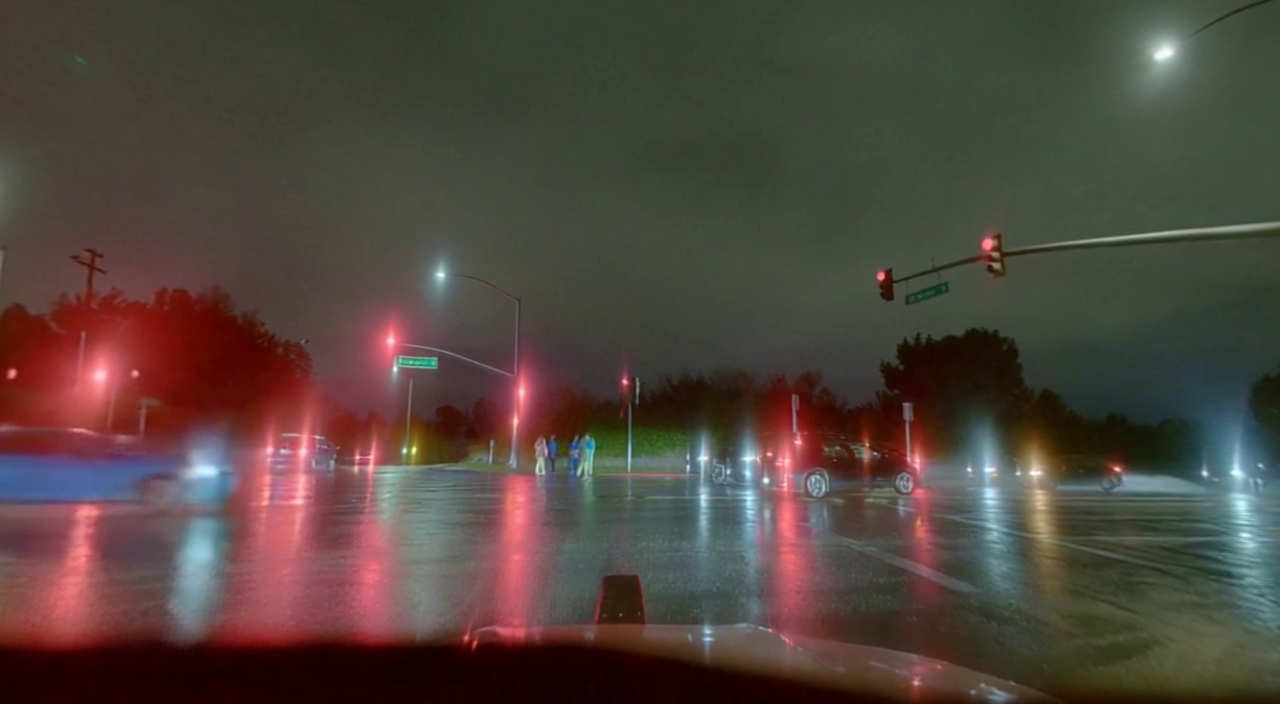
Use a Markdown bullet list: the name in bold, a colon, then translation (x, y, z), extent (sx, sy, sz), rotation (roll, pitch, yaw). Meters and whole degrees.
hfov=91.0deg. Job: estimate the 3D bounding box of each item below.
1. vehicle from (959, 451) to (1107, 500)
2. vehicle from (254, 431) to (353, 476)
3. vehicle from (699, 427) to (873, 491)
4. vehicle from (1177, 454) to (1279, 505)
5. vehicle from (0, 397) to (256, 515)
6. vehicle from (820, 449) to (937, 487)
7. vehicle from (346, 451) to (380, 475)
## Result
- **vehicle**: translation (14.882, 4.671, 23.979), extent (4.356, 1.498, 1.957), rotation (-2, -8, -7)
- **vehicle**: translation (-16.396, 4.968, 31.093), extent (2.243, 2.011, 5.631), rotation (1, -9, -6)
- **vehicle**: translation (5.088, 3.769, 22.217), extent (5.535, 1.896, 2.170), rotation (4, -9, -10)
- **vehicle**: translation (24.297, 5.037, 25.092), extent (4.322, 1.522, 1.795), rotation (-4, -9, -9)
- **vehicle**: translation (-9.456, 1.723, 10.582), extent (4.633, 1.739, 2.090), rotation (3, -9, -17)
- **vehicle**: translation (10.643, 5.180, 28.279), extent (4.537, 1.608, 1.827), rotation (2, -9, -8)
- **vehicle**: translation (-19.433, 7.728, 44.062), extent (1.964, 1.525, 4.750), rotation (4, -9, -24)
